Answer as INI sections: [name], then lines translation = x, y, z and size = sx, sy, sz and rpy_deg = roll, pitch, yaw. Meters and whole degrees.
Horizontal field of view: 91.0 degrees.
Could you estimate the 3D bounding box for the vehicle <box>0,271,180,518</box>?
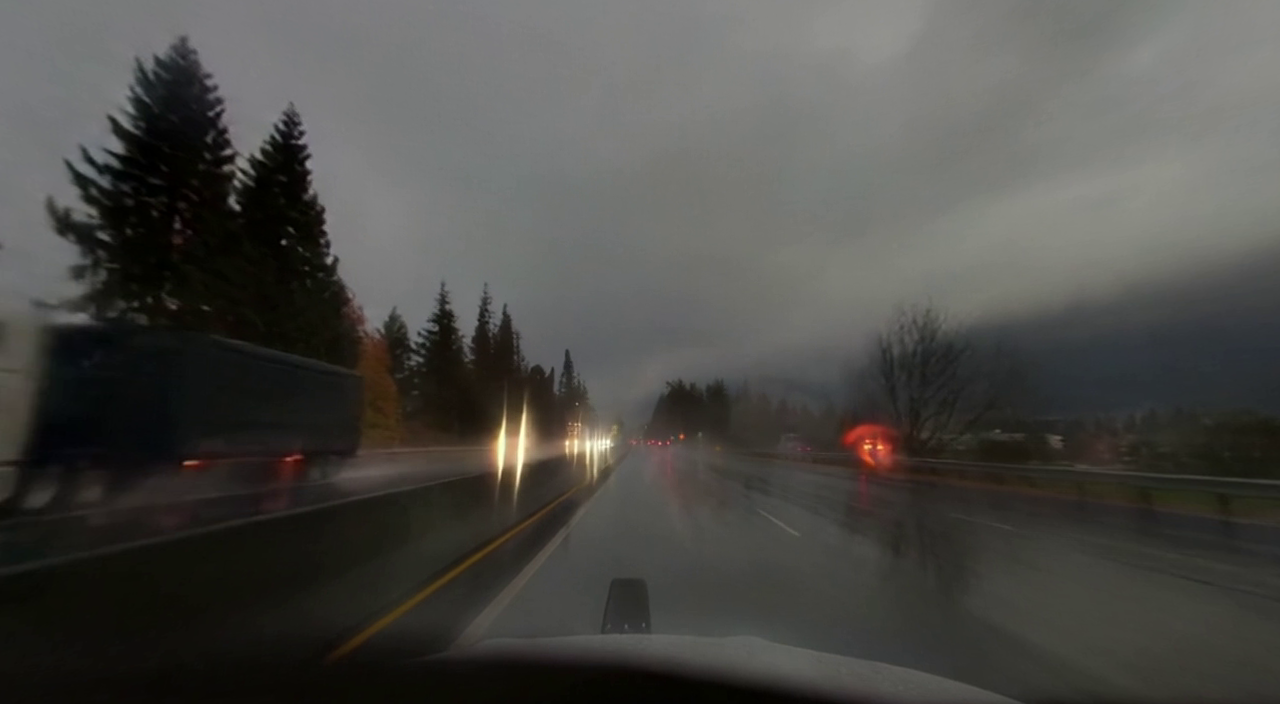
[vehicle]
translation = -11.257, 0.726, 10.177
size = 2.946, 3.741, 5.919
rpy_deg = 0, -8, 0
